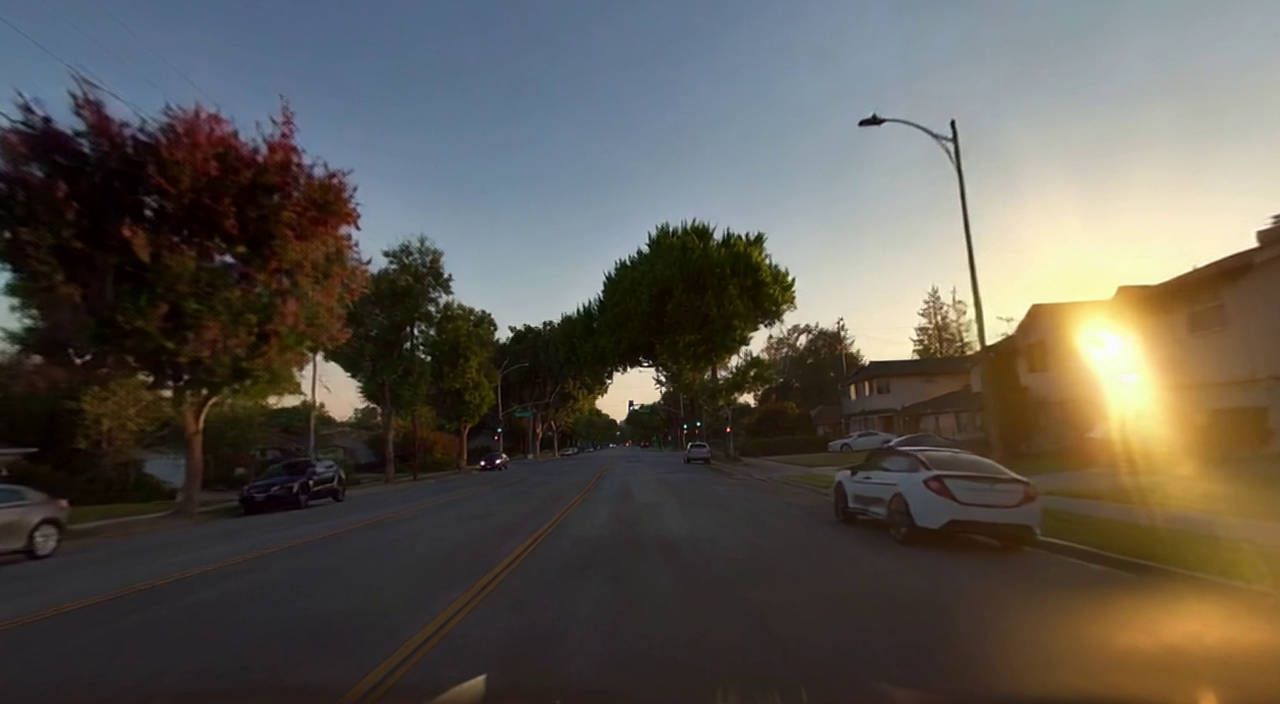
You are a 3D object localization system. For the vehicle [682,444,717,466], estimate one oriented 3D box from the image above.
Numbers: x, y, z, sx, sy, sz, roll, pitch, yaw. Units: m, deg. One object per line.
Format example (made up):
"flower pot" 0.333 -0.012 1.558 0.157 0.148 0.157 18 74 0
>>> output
"vehicle" 4.283 7.503 46.309 1.963 1.477 4.804 0 -9 -1

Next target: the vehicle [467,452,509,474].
"vehicle" -11.774 8.608 49.221 2.029 1.550 4.562 -1 -8 1

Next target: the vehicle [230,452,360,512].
"vehicle" -11.416 4.271 21.325 1.977 1.753 4.278 0 -8 0

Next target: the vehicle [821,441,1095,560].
"vehicle" 4.536 2.150 9.952 2.063 1.444 4.217 0 -8 -1

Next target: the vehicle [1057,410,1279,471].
"vehicle" 14.491 2.440 17.347 4.660 1.546 1.916 0 -8 0

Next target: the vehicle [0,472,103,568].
"vehicle" -11.350 2.751 10.079 1.867 1.471 4.139 0 -9 1
